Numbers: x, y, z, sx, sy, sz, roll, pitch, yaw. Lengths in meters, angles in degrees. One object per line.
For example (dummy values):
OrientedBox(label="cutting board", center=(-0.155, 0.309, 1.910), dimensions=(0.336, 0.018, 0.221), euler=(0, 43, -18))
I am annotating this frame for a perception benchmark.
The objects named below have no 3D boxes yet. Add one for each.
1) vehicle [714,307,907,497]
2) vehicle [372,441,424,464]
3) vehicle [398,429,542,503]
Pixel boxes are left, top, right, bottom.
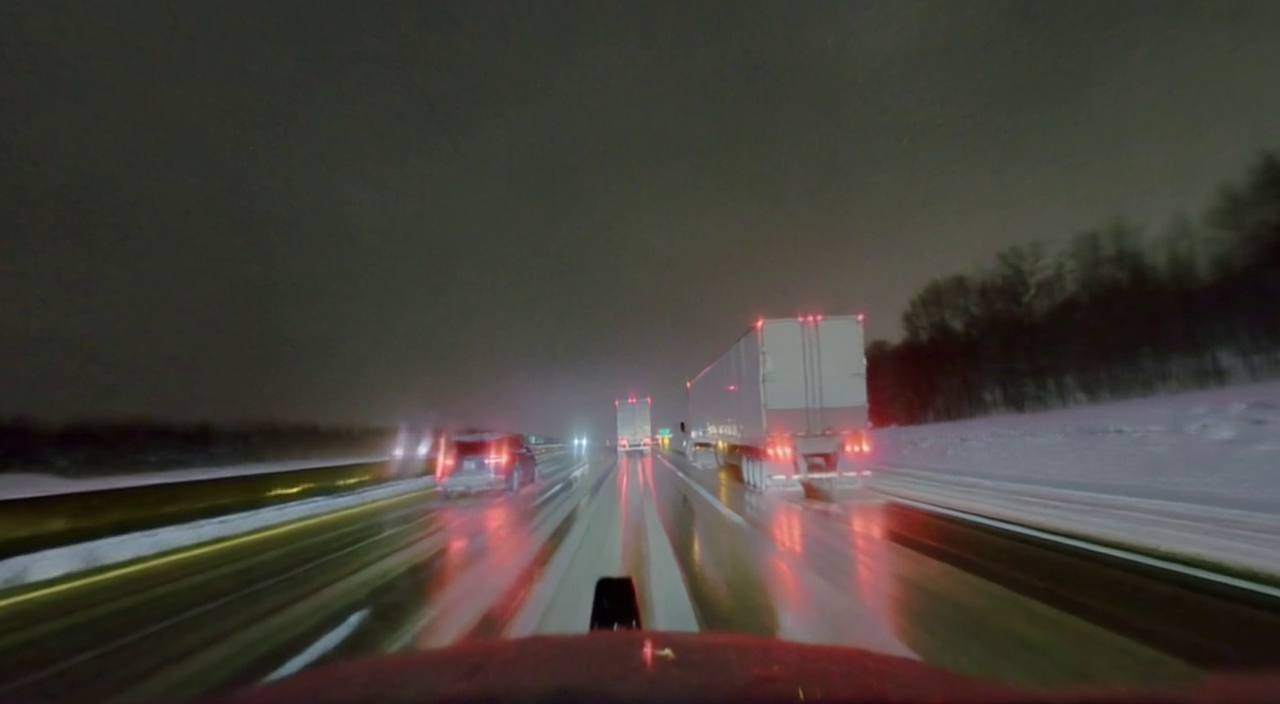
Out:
OrientedBox(label="vehicle", center=(4.040, 1.567, 17.422), dimensions=(2.873, 3.998, 8.286), euler=(0, -8, -1))
OrientedBox(label="vehicle", center=(-16.534, 6.868, 43.276), dimensions=(1.807, 1.474, 4.551), euler=(0, -8, 0))
OrientedBox(label="vehicle", center=(-4.013, 2.766, 15.998), dimensions=(2.208, 1.542, 5.138), euler=(0, -8, 0))
